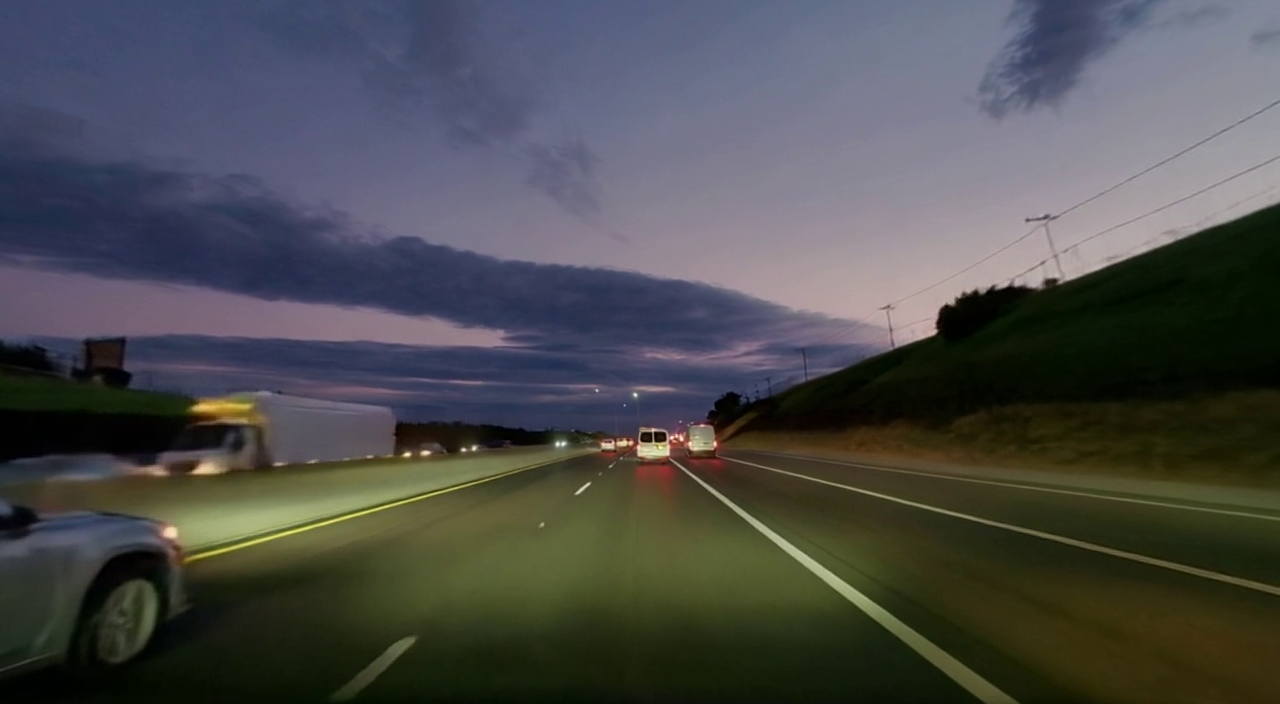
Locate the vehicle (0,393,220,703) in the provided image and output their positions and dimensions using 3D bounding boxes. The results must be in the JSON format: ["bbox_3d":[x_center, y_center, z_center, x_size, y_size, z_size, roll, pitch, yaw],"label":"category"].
[{"bbox_3d":[-3.258,0.768,1.303,1.890,1.490,4.202,0,-8,0],"label":"vehicle"}]

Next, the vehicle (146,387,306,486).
[{"bbox_3d":[-18.365,3.803,28.593,2.991,3.989,5.970,0,-8,0],"label":"vehicle"}]

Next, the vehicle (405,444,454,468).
[{"bbox_3d":[-14.356,7.084,43.124,1.930,1.450,3.955,0,-8,1],"label":"vehicle"}]

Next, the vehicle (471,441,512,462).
[{"bbox_3d":[-11.148,7.471,47.584,1.937,1.505,4.310,0,-8,1],"label":"vehicle"}]

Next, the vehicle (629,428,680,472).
[{"bbox_3d":[0.596,4.390,28.634,2.159,1.811,4.238,0,-8,-1],"label":"vehicle"}]

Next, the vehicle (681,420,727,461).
[{"bbox_3d":[3.986,5.634,40.374,2.348,2.429,5.172,0,-8,-1],"label":"vehicle"}]
